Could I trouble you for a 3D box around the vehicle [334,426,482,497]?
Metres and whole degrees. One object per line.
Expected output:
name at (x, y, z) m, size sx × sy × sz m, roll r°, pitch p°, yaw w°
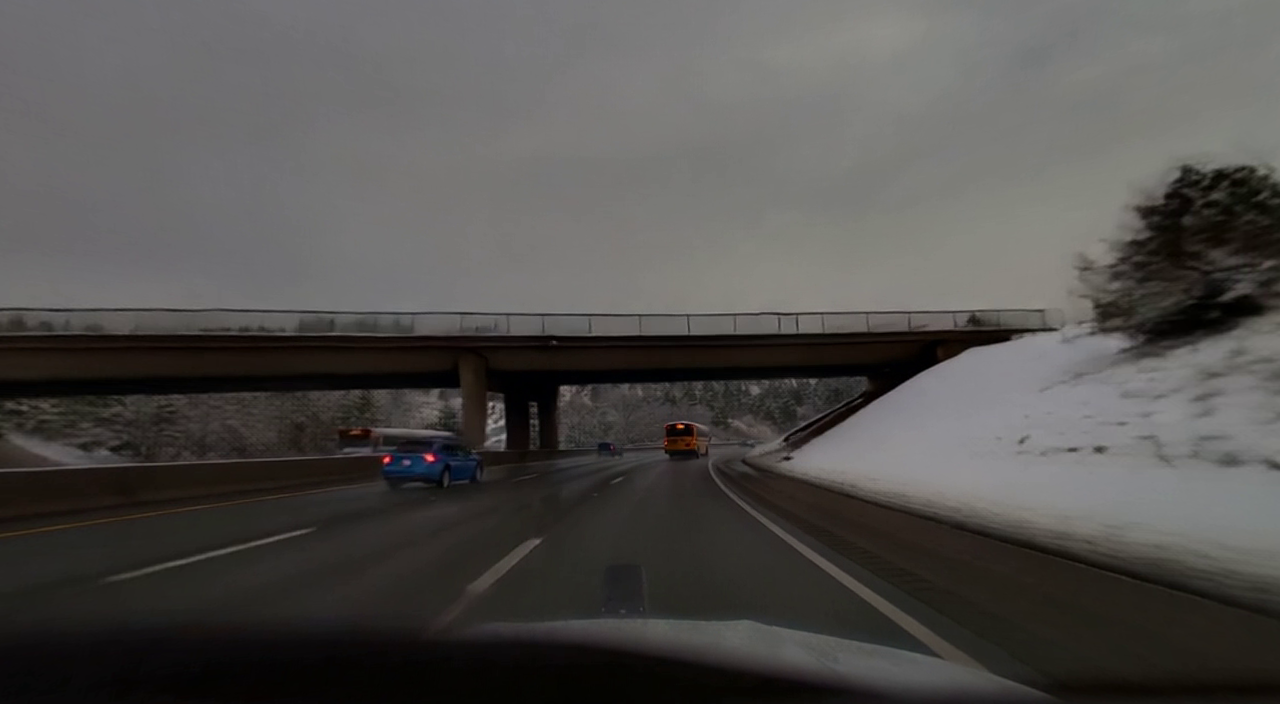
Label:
vehicle at (-6.179, 2.971, 17.546) m, size 2.172 × 1.689 × 4.625 m, roll 0°, pitch -8°, yaw 3°
